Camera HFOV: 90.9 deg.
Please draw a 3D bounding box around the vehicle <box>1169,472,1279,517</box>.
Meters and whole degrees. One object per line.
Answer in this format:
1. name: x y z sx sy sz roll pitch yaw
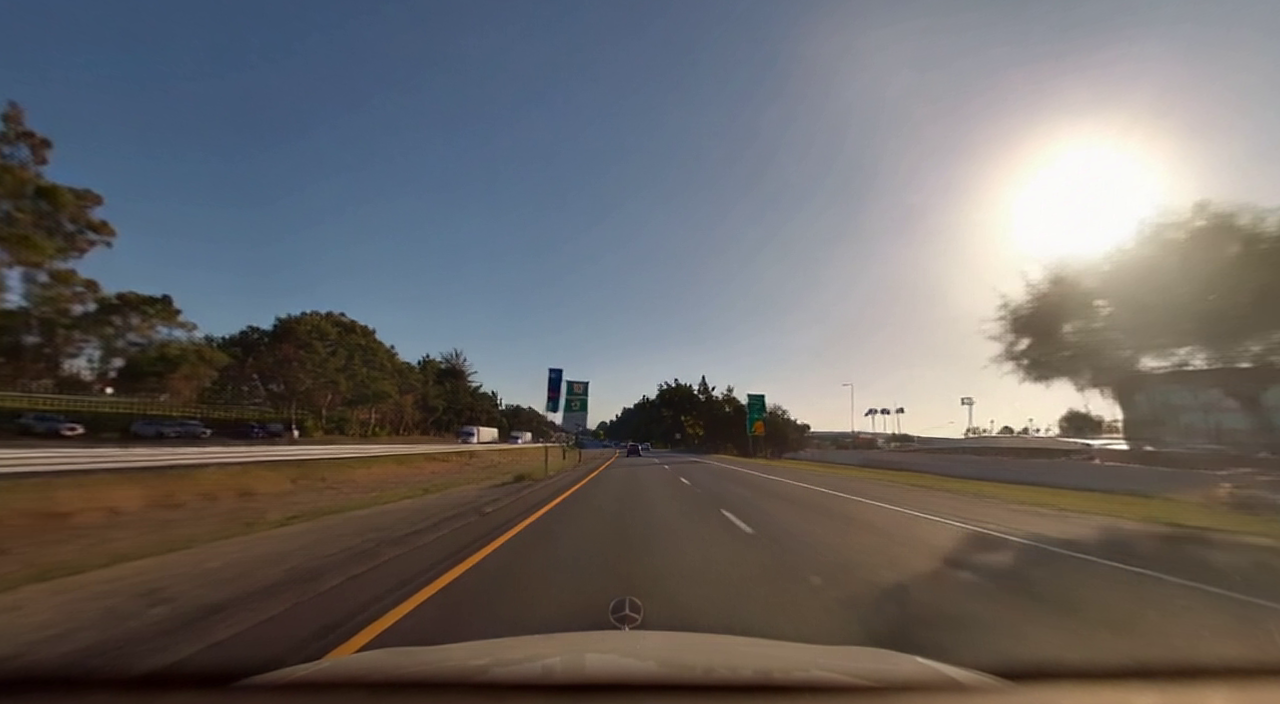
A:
1. vehicle: 28.786 6.664 29.553 5.647 1.831 2.255 -4 -10 28
